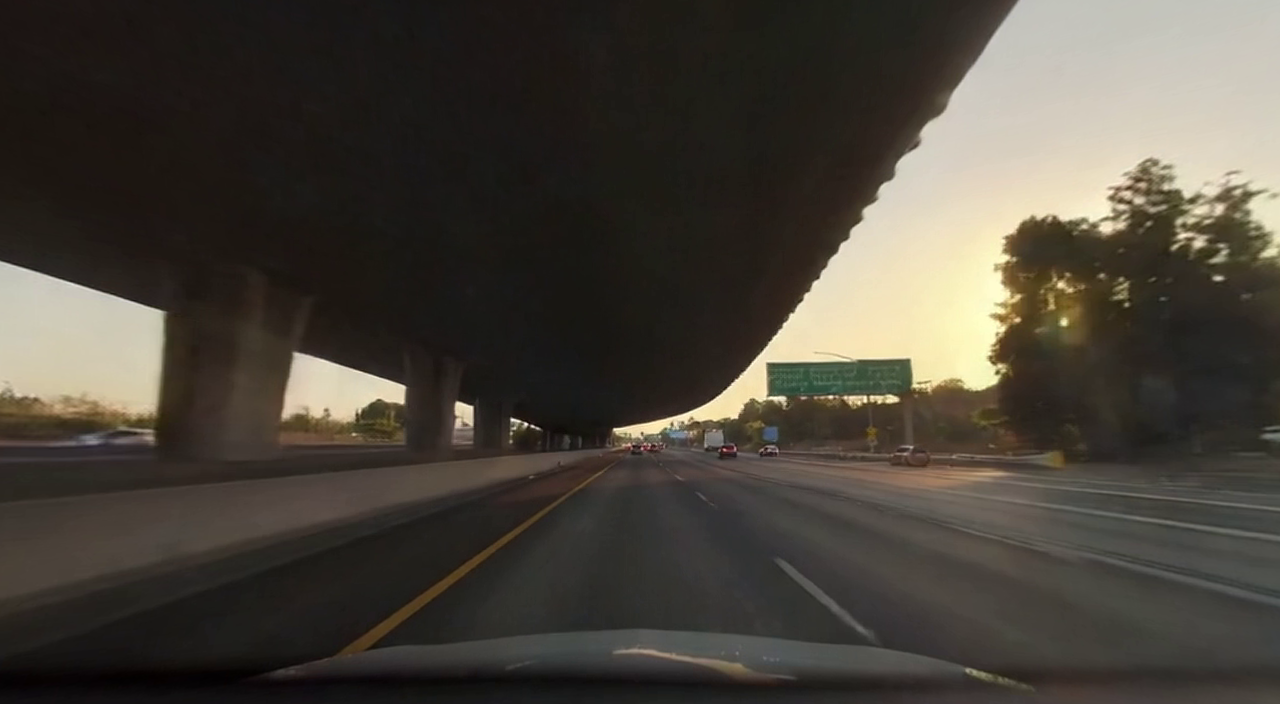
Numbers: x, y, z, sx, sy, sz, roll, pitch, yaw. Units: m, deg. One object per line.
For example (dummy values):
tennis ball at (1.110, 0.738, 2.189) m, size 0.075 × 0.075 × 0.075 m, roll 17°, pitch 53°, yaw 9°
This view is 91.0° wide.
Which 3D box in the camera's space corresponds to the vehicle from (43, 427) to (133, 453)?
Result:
vehicle at (-33.358, 5.336, 38.168) m, size 1.724 × 1.453 × 4.075 m, roll 0°, pitch -8°, yaw 0°
